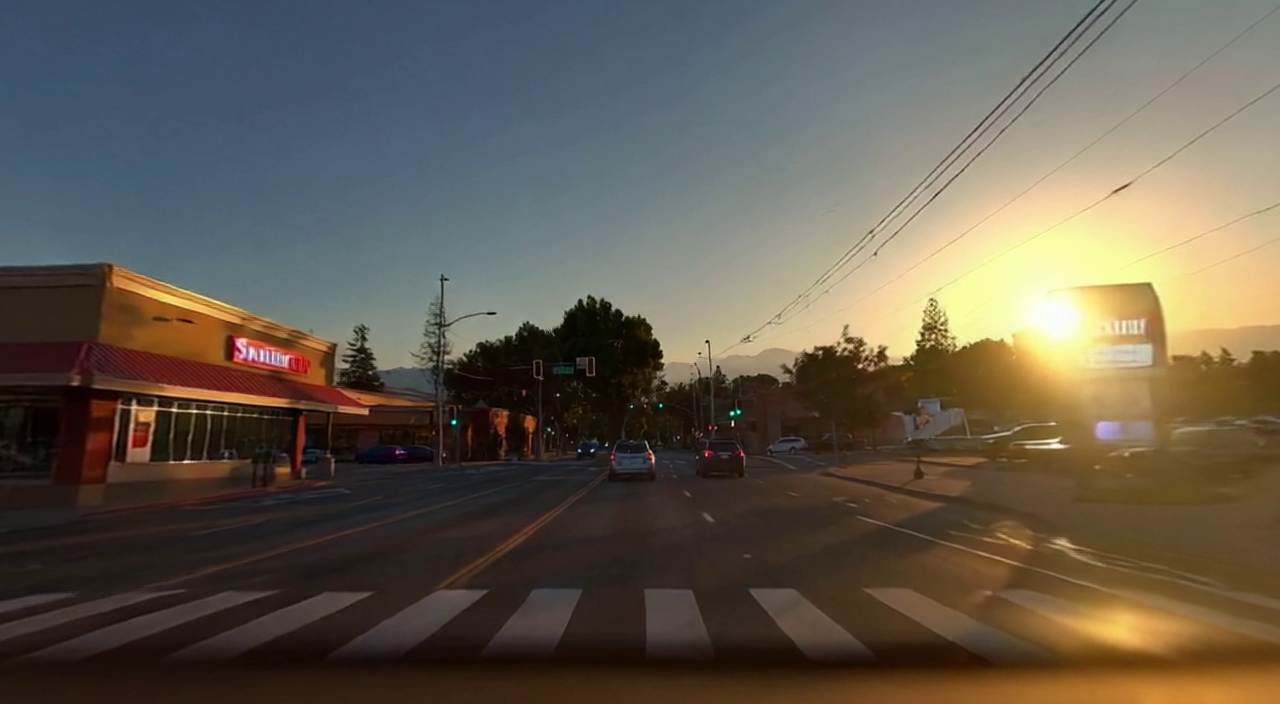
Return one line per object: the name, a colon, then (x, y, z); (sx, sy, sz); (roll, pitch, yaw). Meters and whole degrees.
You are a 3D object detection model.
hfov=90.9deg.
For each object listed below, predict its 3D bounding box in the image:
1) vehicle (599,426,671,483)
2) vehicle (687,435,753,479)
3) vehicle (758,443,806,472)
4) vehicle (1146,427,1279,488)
vehicle: (-0.188, 4.167, 25.883); (2.638, 2.065, 5.313); (0, -8, 0)
vehicle: (3.453, 4.659, 28.204); (2.276, 1.787, 4.630); (0, -8, -1)
vehicle: (7.437, 5.539, 33.413); (2.002, 1.427, 4.436); (-1, -8, 7)
vehicle: (16.567, 2.868, 17.294); (3.880, 1.538, 1.862); (1, -8, -8)
